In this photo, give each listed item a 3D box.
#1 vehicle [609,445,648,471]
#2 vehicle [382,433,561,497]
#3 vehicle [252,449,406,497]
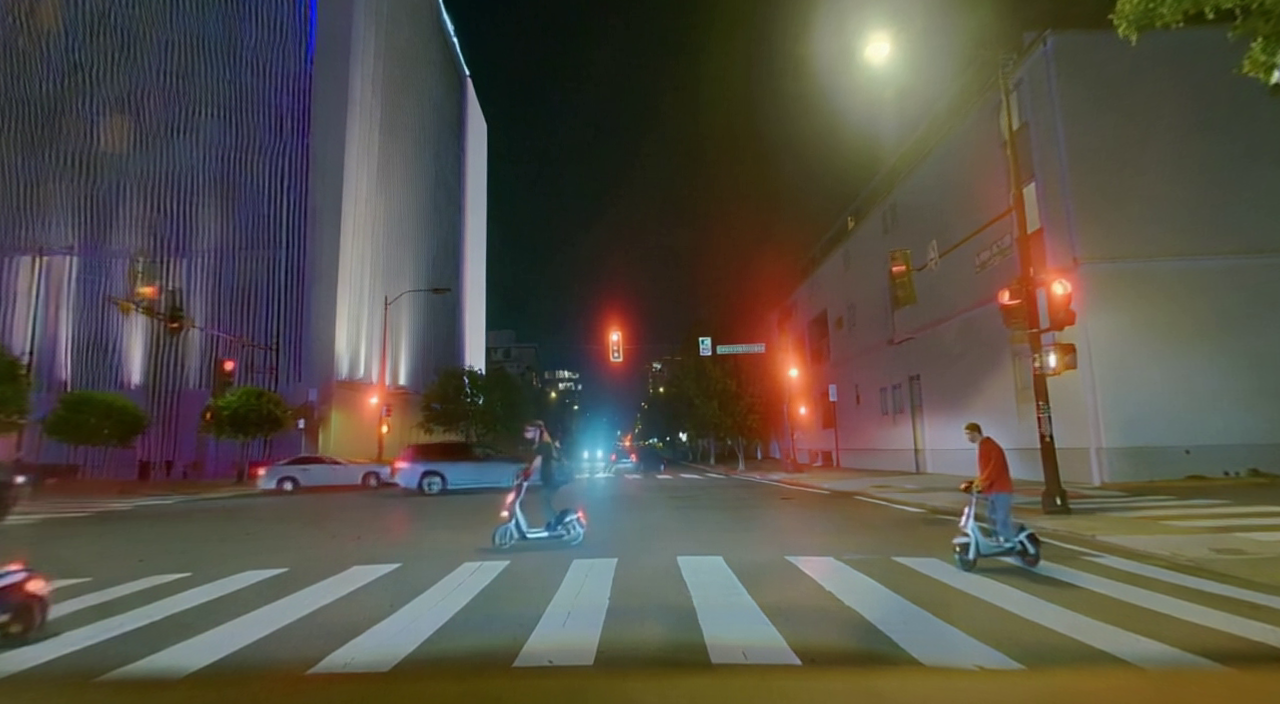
[{"bbox_3d":[-0.691,6.923,41.528,2.051,1.616,4.641,-1,-8,5],"label":"vehicle"},{"bbox_3d":[-5.077,3.376,19.275,4.802,1.724,2.122,5,-10,-31],"label":"vehicle"},{"bbox_3d":[-10.598,4.109,21.874,4.485,1.463,2.075,3,-9,-23],"label":"vehicle"}]
